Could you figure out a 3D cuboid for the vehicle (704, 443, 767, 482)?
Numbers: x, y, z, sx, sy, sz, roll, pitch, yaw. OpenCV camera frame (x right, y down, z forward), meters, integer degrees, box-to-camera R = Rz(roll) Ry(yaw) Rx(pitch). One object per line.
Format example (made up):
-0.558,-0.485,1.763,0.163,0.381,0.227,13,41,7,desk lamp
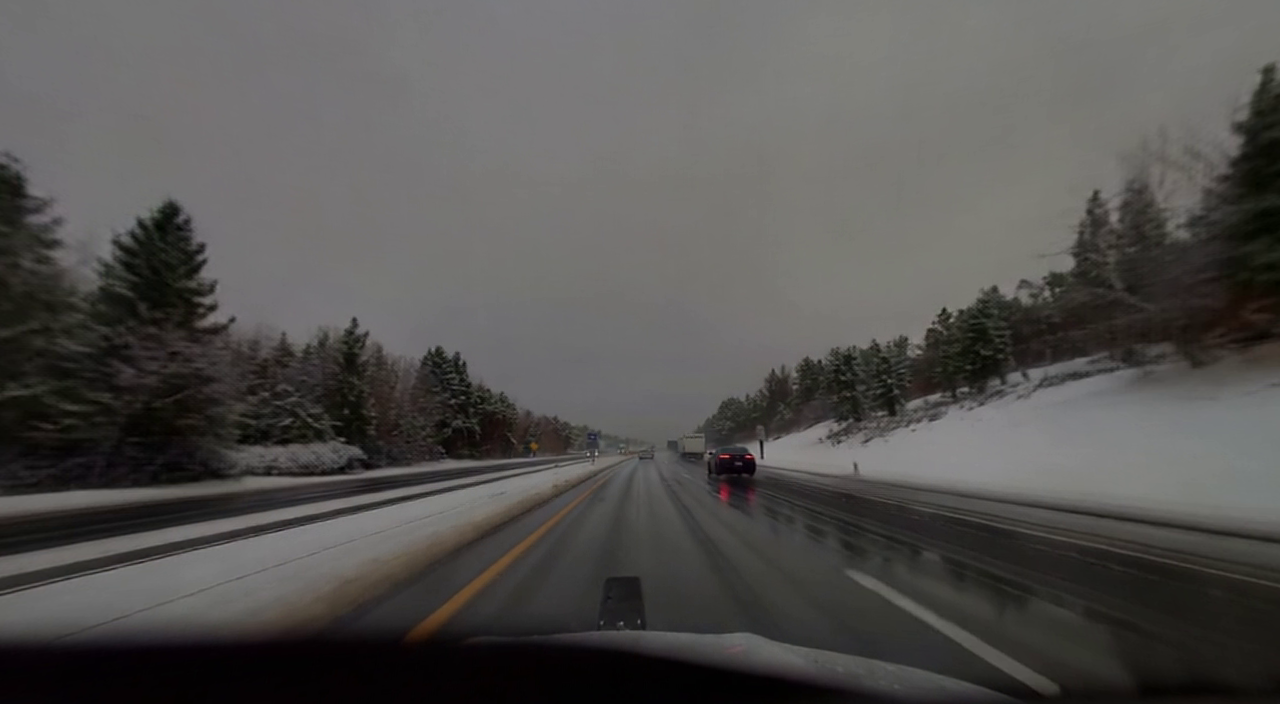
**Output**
4.091,4.803,27.564,2.043,1.542,3.881,0,-9,-1,vehicle
